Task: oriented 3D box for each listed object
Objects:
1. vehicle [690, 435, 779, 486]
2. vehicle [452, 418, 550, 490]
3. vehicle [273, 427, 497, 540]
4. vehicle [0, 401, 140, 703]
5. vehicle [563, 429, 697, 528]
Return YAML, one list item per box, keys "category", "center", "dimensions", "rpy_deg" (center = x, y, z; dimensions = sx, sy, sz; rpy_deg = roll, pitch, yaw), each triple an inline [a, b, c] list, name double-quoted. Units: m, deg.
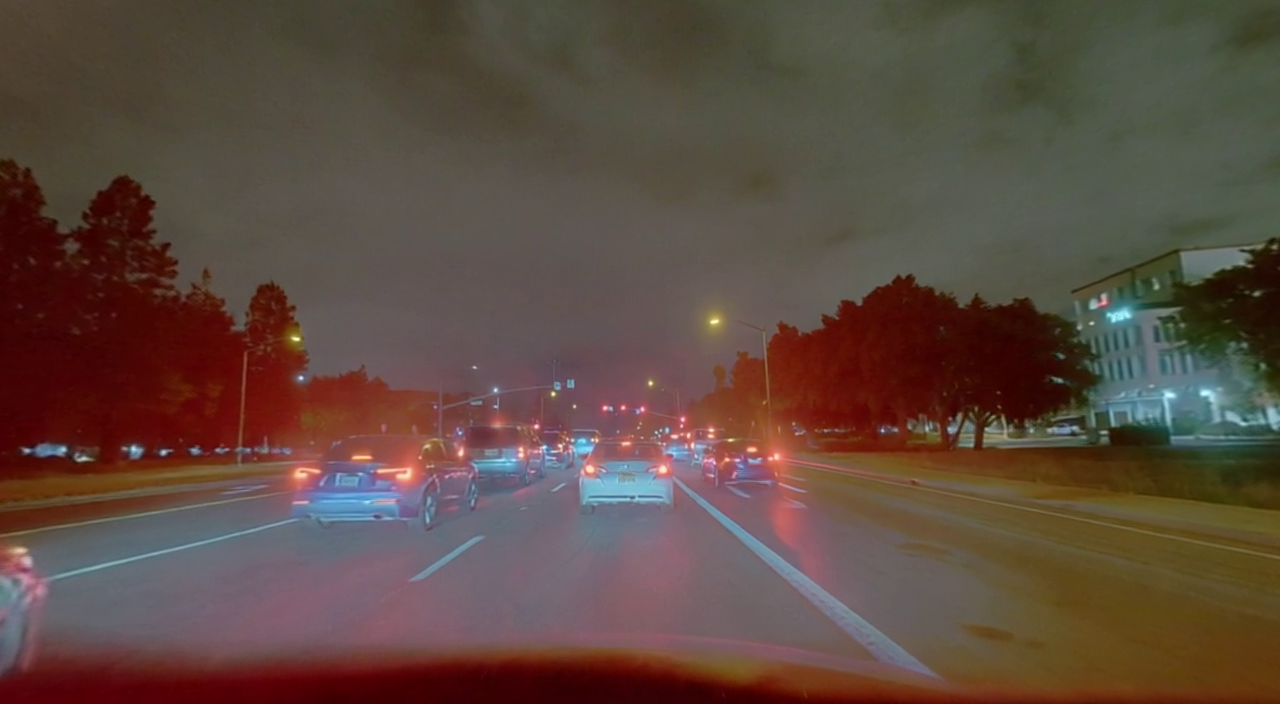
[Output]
- category: "vehicle"
  center: [2.857, 3.395, 20.133]
  dimensions: [1.978, 1.452, 4.381]
  rpy_deg: [0, -8, -2]
- category: "vehicle"
  center: [-4.013, 3.029, 19.057]
  dimensions: [2.054, 1.881, 4.469]
  rpy_deg: [0, -8, -2]
- category: "vehicle"
  center: [-3.863, 2.057, 10.529]
  dimensions: [1.985, 1.467, 4.224]
  rpy_deg: [0, -8, 0]
- category: "vehicle"
  center: [-3.717, 0.734, 1.161]
  dimensions: [2.052, 1.475, 4.341]
  rpy_deg: [0, -8, 0]
- category: "vehicle"
  center: [-0.203, 2.196, 11.566]
  dimensions: [2.007, 1.467, 4.059]
  rpy_deg: [0, -8, -2]
